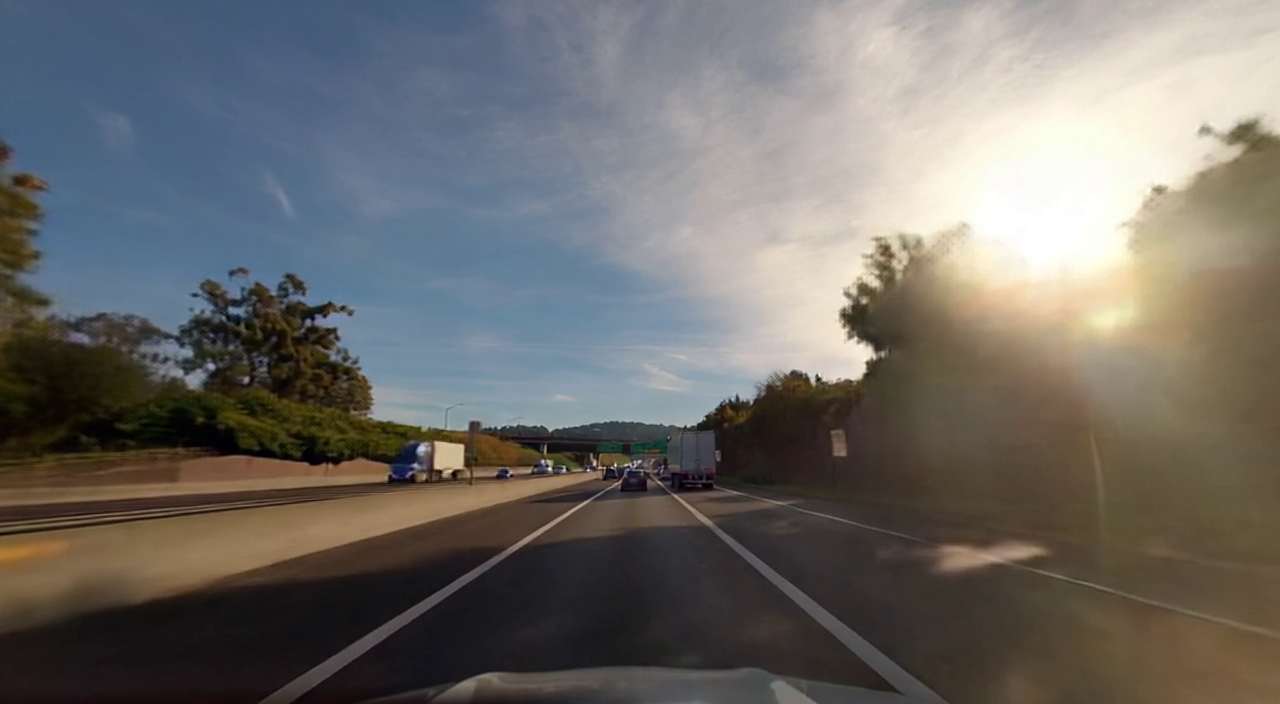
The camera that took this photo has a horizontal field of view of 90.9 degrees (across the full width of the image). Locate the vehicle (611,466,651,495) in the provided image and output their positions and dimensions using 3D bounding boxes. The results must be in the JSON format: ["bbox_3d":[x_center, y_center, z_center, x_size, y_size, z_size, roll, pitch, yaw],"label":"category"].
[{"bbox_3d":[-0.517,6.967,34.347,2.010,1.436,3.973,1,-10,-1],"label":"vehicle"}]
